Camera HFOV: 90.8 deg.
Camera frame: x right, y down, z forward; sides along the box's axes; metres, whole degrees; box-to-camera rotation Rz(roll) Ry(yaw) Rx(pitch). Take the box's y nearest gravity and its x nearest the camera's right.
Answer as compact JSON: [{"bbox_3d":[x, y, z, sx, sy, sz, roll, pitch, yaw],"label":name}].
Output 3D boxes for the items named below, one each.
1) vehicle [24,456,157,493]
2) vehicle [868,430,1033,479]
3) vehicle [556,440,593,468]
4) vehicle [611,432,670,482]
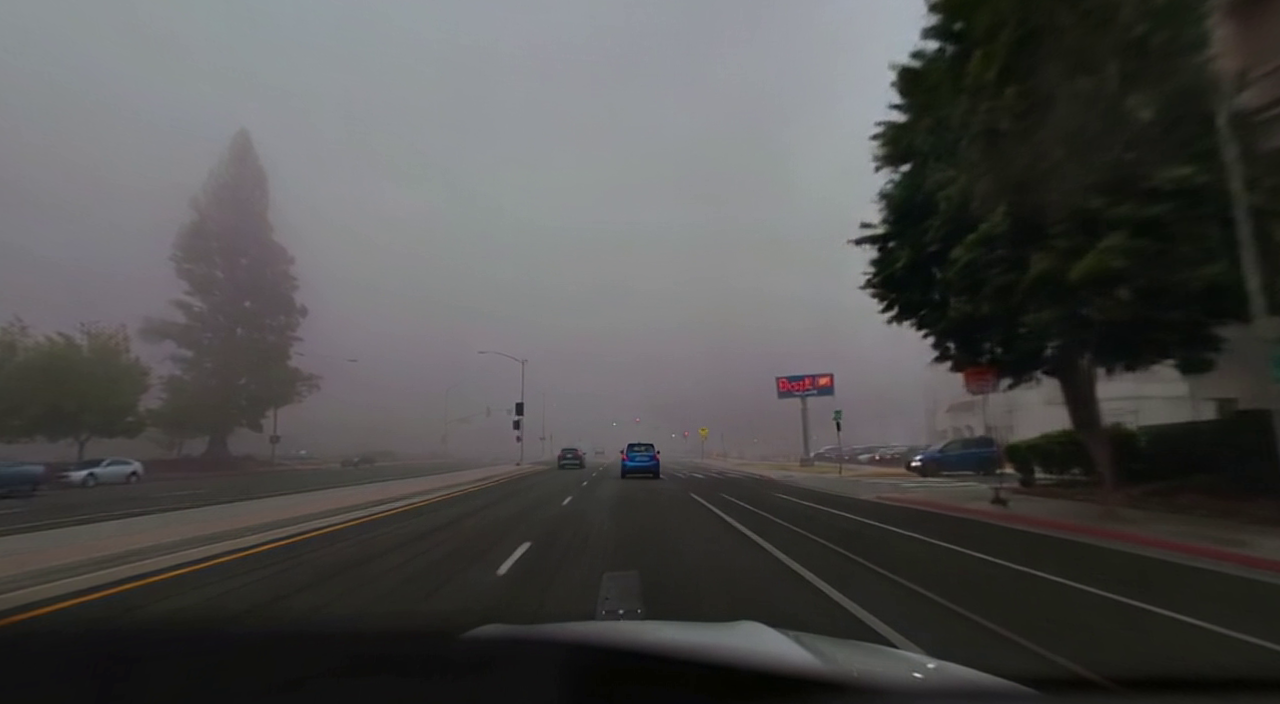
[{"bbox_3d":[-26.247,5.826,30.472,1.955,1.540,5.041,0,-9,-1],"label":"vehicle"},{"bbox_3d":[12.399,4.123,25.544,5.506,1.850,2.156,0,-9,0],"label":"vehicle"},{"bbox_3d":[-4.530,7.180,44.541,2.202,1.856,4.516,0,-8,-1],"label":"vehicle"},{"bbox_3d":[-0.043,4.450,26.998,2.273,1.909,5.075,0,-9,-1],"label":"vehicle"}]
